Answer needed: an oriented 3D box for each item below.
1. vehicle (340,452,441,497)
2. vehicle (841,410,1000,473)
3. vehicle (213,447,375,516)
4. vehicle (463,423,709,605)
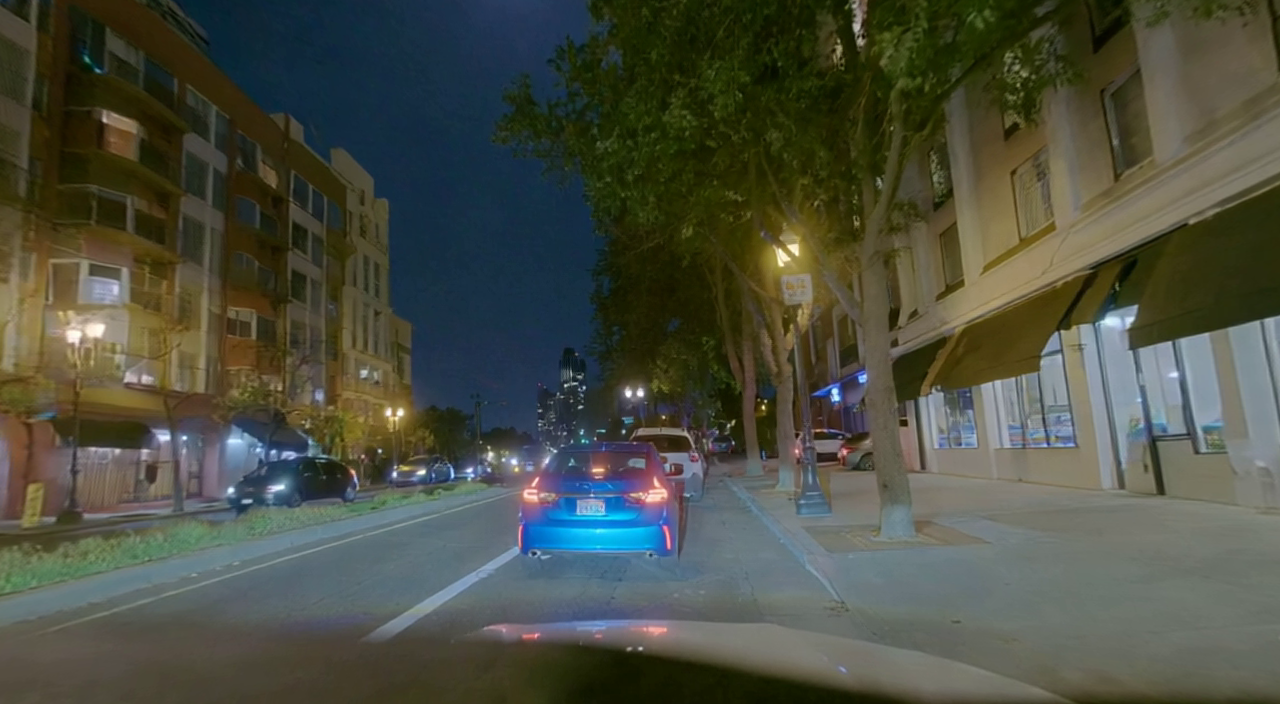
[{"bbox_3d":[-10.251,5.032,26.283,1.826,1.432,4.556,-7,-9,8],"label":"vehicle"},{"bbox_3d":[8.999,2.833,20.217,4.558,1.528,1.915,-2,-7,-23],"label":"vehicle"},{"bbox_3d":[-11.001,4.069,20.592,2.081,1.718,5.342,-6,-9,3],"label":"vehicle"},{"bbox_3d":[-0.271,1.638,7.305,1.939,1.478,3.922,-1,-8,9],"label":"vehicle"}]
